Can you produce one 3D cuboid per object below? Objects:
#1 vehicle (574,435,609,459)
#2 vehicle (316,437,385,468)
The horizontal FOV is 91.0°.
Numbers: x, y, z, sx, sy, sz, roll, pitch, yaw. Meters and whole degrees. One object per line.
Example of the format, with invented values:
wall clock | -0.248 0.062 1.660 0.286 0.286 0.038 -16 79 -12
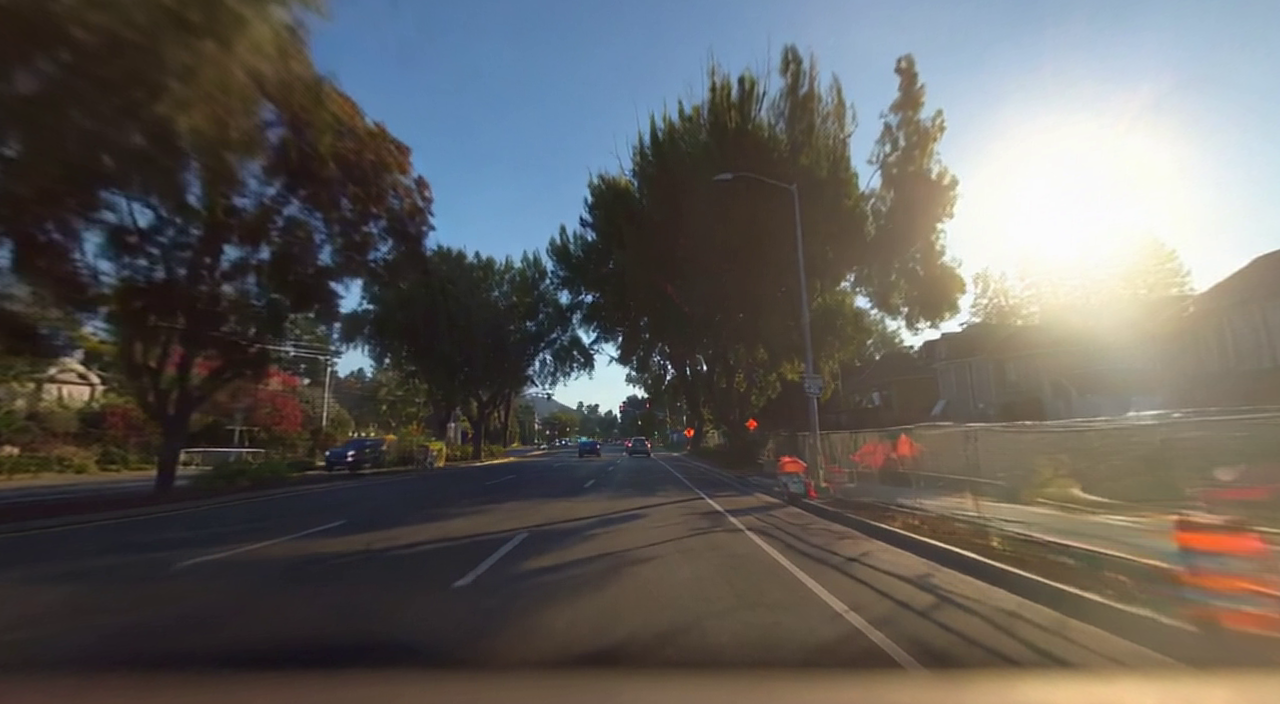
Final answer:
vehicle | -3.524 7.072 46.960 2.198 1.663 4.519 0 -8 0
vehicle | -17.467 6.091 38.252 1.986 1.711 4.379 0 -8 1
